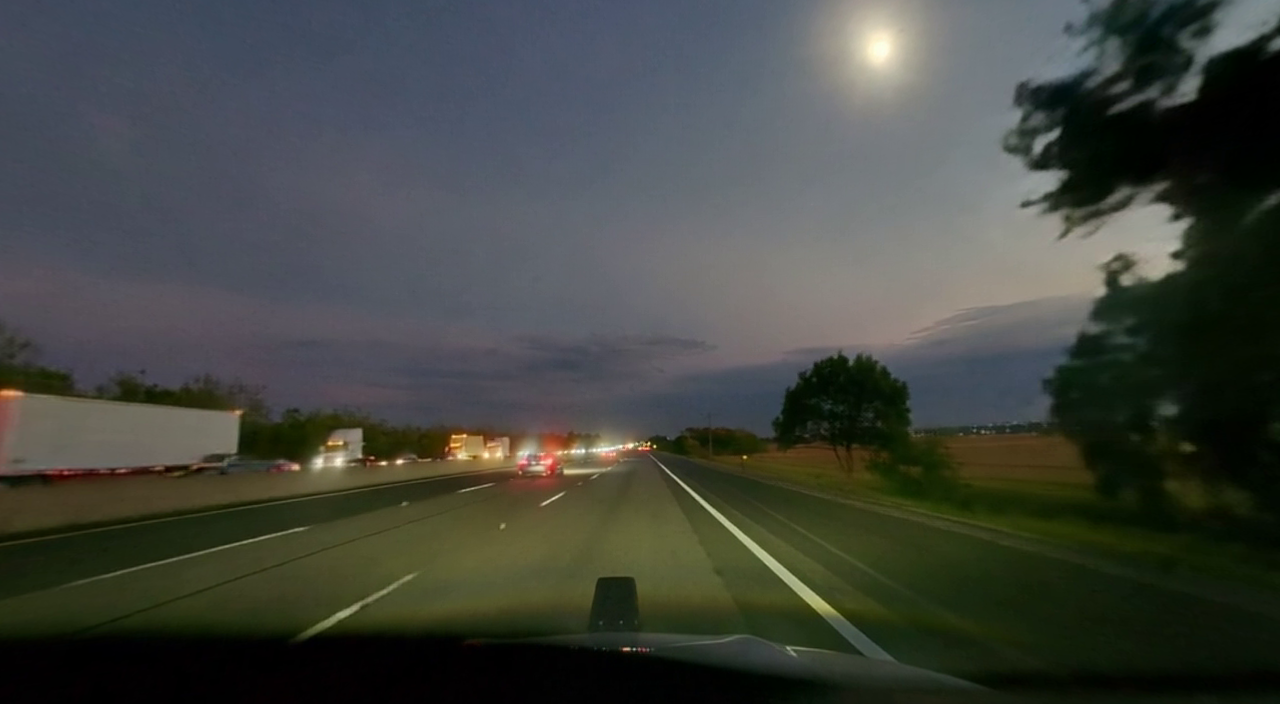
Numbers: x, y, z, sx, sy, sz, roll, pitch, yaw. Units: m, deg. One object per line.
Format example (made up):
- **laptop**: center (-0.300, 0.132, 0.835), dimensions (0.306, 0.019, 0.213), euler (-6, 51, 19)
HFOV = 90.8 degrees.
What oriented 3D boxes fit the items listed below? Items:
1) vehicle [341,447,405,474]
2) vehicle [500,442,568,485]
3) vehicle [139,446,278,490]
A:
- **vehicle**: center (-15.967, 6.494, 37.968), dimensions (1.925, 1.526, 4.370), euler (0, -9, 0)
- **vehicle**: center (-4.140, 4.430, 25.338), dimensions (1.954, 1.541, 4.079), euler (0, -9, 1)
- **vehicle**: center (-16.047, 4.322, 23.836), dimensions (2.078, 1.493, 4.427), euler (0, -9, 1)
